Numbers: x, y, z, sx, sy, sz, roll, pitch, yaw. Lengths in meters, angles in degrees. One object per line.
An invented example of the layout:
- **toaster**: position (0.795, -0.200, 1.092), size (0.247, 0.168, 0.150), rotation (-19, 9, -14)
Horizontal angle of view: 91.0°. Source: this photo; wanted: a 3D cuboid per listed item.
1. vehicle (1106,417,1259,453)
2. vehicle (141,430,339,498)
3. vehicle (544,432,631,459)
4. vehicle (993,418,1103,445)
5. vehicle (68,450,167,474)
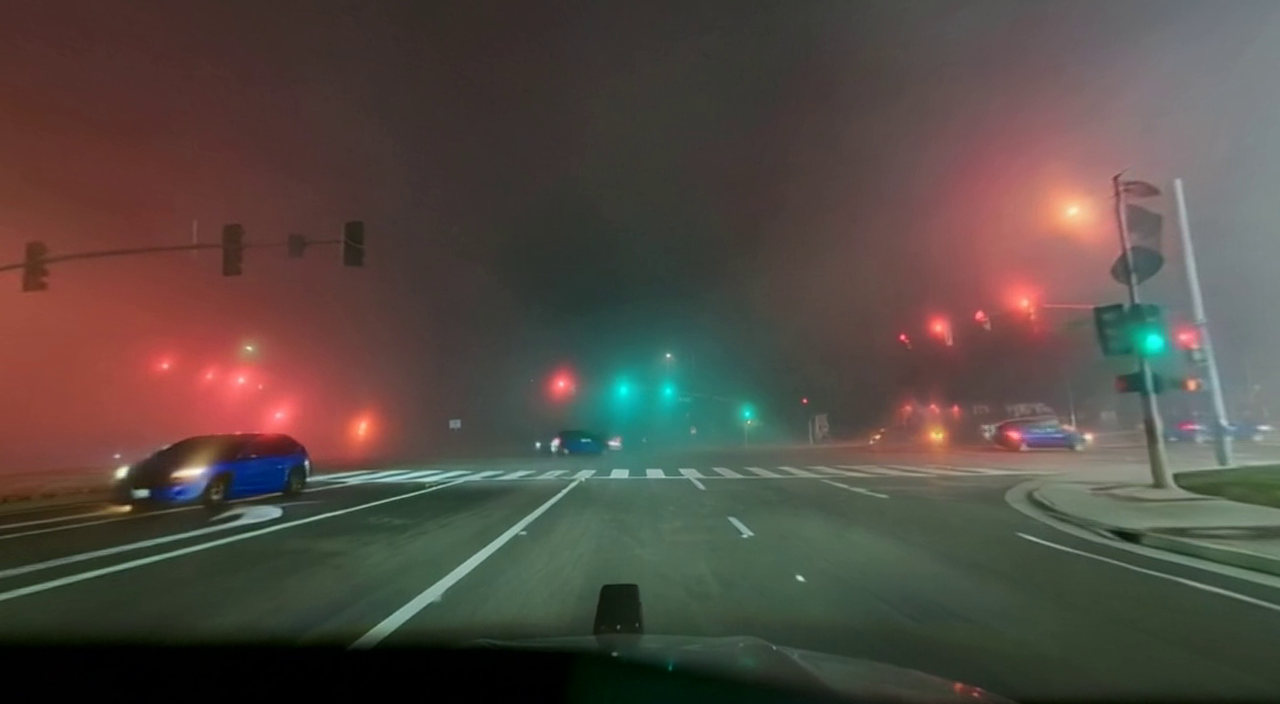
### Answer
- **vehicle**: position (23.844, 3.681, 27.797), size (4.885, 1.503, 1.845), rotation (-1, -8, 3)
- **vehicle**: position (-9.862, 2.797, 16.148), size (1.899, 1.460, 4.880), rotation (0, -8, 0)
- **vehicle**: position (-2.970, 5.419, 36.408), size (4.775, 1.466, 1.850), rotation (-1, -8, 5)
- **vehicle**: position (22.278, 4.385, 34.516), size (4.647, 1.428, 1.825), rotation (-1, -8, 4)
- **vehicle**: position (-34.280, 7.219, 41.360), size (4.805, 1.494, 2.112), rotation (-1, -8, 5)
